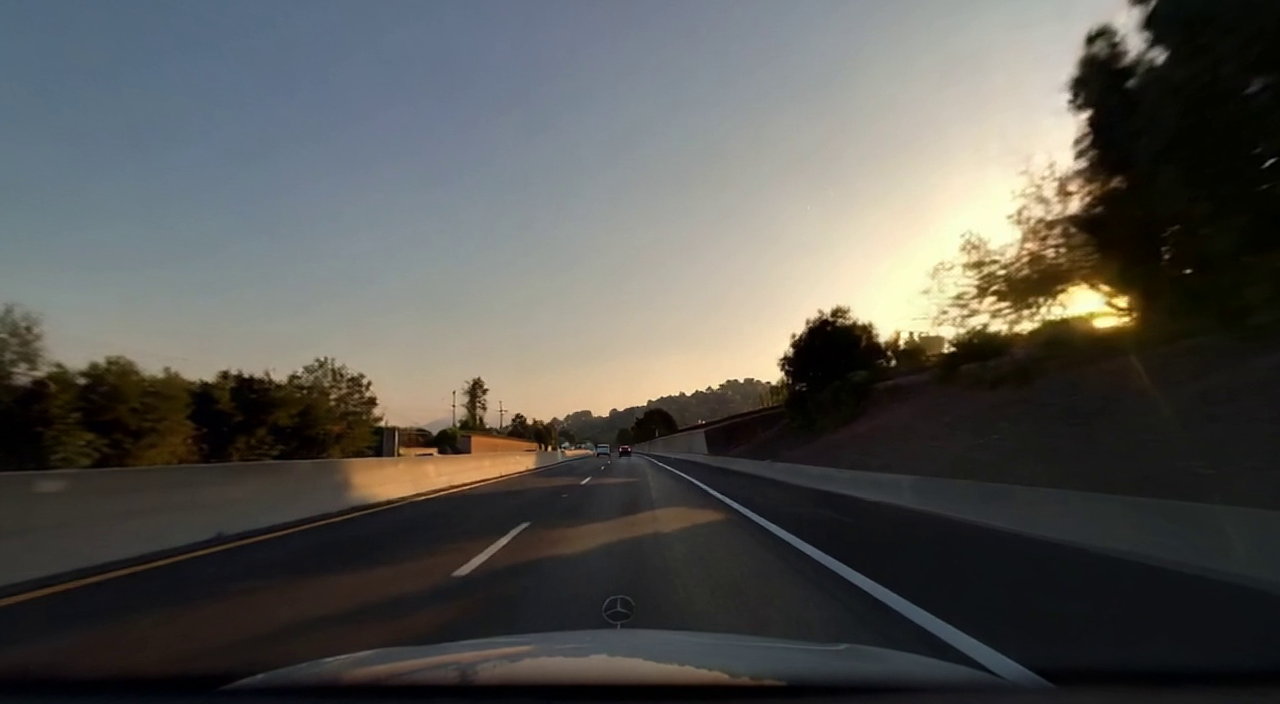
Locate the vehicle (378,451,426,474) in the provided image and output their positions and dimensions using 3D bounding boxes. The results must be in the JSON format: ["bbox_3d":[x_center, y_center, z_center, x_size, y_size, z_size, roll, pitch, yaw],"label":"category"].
[{"bbox_3d":[-17.344,8.059,45.956,1.936,1.576,4.524,0,-9,-3],"label":"vehicle"}]
